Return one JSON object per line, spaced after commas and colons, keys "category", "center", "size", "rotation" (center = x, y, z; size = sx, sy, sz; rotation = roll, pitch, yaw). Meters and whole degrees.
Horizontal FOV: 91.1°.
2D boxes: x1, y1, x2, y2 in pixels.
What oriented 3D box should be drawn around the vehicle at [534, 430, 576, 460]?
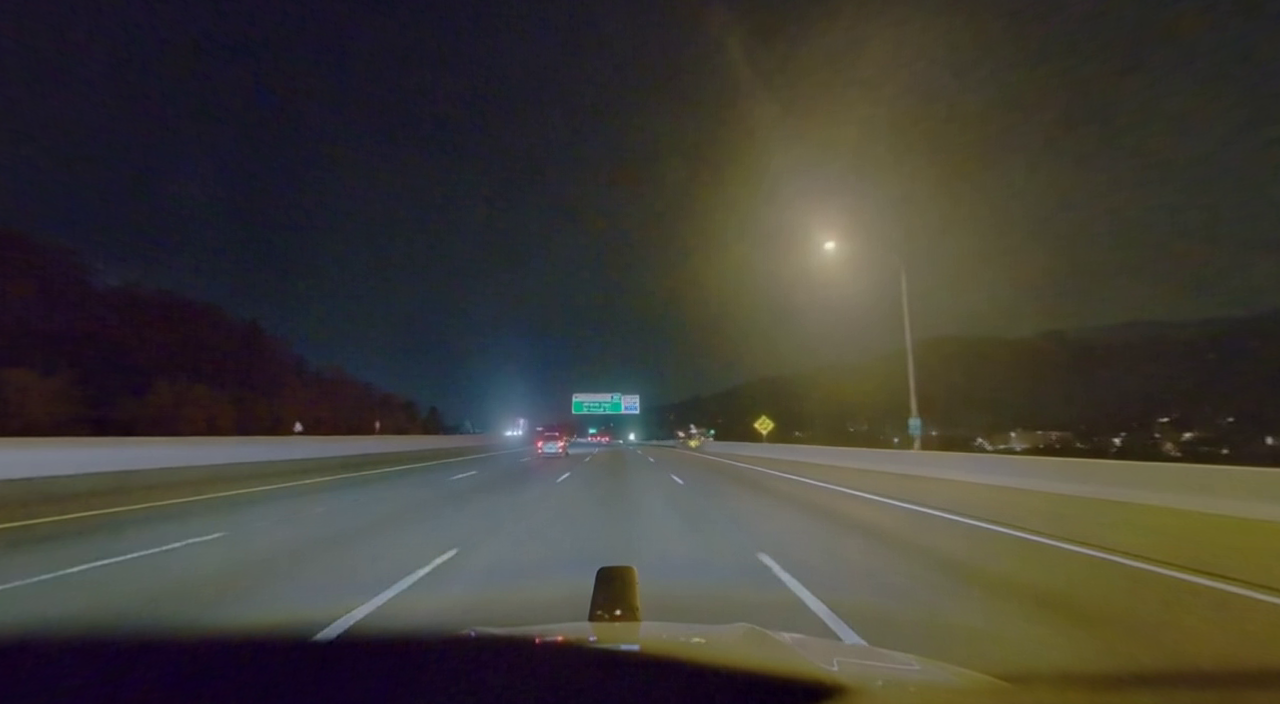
{"category": "vehicle", "center": [-4.722, 5.215, 35.430], "size": [1.878, 1.548, 3.966], "rotation": [0, -8, -1]}
